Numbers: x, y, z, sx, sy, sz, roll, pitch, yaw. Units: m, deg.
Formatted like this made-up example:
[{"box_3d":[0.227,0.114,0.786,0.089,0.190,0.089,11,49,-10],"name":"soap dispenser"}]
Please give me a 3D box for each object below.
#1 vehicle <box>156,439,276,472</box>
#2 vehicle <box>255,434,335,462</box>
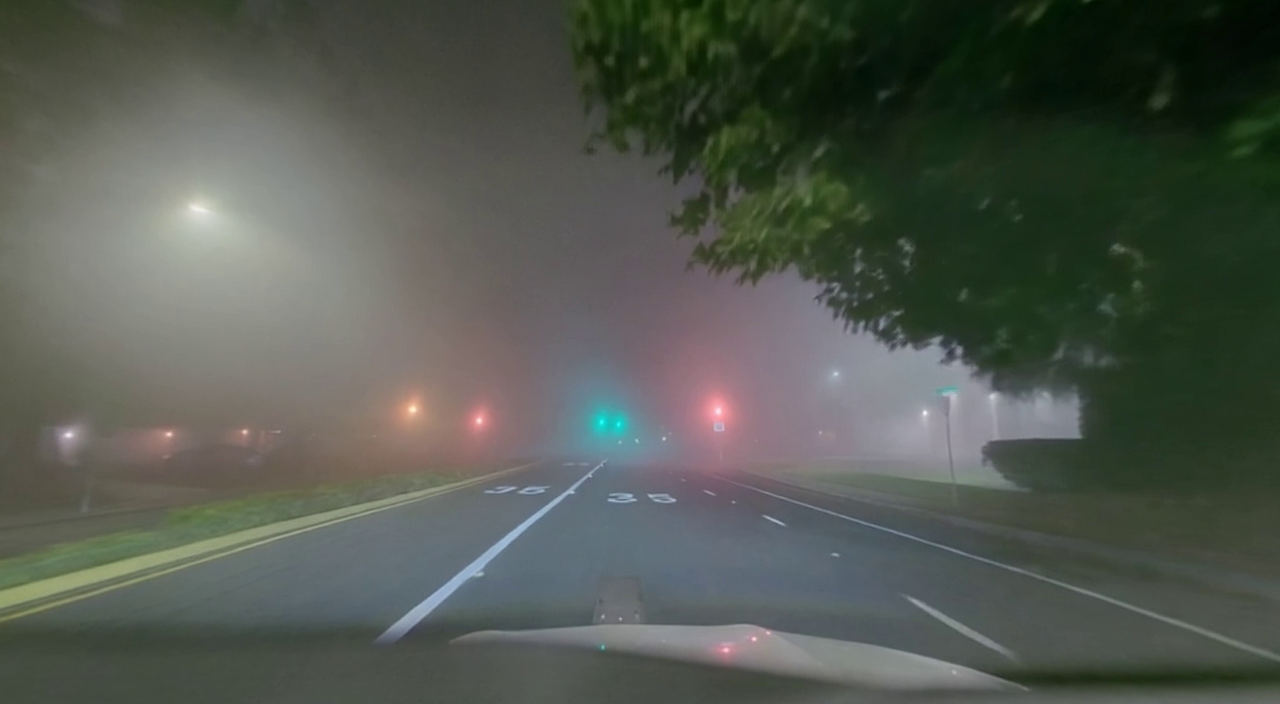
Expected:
[{"box_3d":[-20.714,5.065,31.000,4.536,1.502,1.975,-1,-8,4],"name":"vehicle"},{"box_3d":[-21.759,6.095,39.959,3.886,1.641,1.850,1,-10,-1],"name":"vehicle"}]
